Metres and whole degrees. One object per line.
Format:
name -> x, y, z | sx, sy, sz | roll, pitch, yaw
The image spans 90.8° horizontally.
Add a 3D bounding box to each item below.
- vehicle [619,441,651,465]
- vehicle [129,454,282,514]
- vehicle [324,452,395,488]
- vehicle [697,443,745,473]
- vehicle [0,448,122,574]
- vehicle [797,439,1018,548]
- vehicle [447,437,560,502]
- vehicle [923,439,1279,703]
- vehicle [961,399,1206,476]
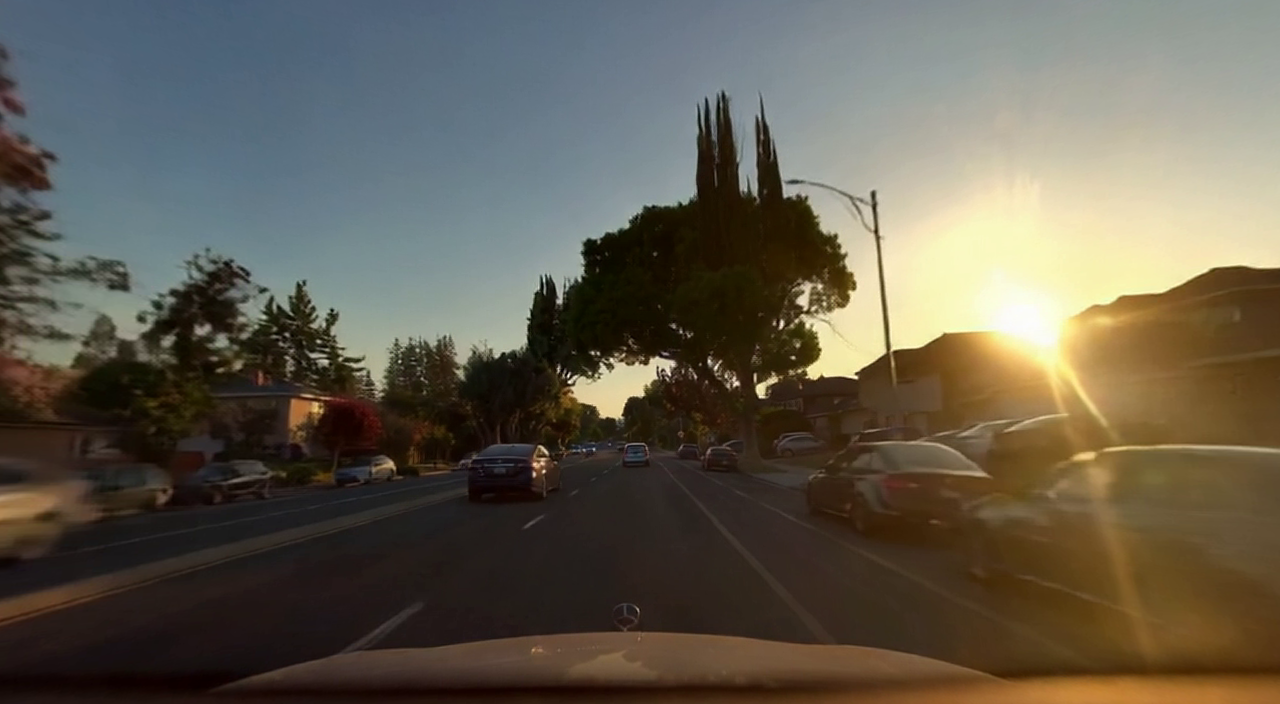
vehicle -> -0.332, 6.895, 43.317 | 2.088, 1.495, 4.048 | 0, -8, -1
vehicle -> -14.600, 4.422, 21.651 | 1.904, 1.497, 4.848 | -5, -8, -1
vehicle -> -14.824, 6.206, 33.663 | 1.998, 1.498, 4.668 | -5, -8, -5
vehicle -> 4.267, 5.653, 34.044 | 1.944, 1.470, 4.530 | 0, -8, -1
vehicle -> -8.784, 1.799, 6.813 | 2.075, 1.487, 4.792 | -1, -8, 5
vehicle -> 4.225, 2.275, 10.958 | 1.881, 1.480, 4.536 | 0, -8, 0
vehicle -> -3.462, 3.068, 16.946 | 2.027, 1.477, 4.413 | 0, -8, 0
vehicle -> 4.061, 1.381, 4.584 | 1.881, 1.453, 4.574 | 0, -8, 0
vehicle -> 11.581, 2.281, 16.800 | 4.923, 1.878, 1.953 | 0, -8, 2
